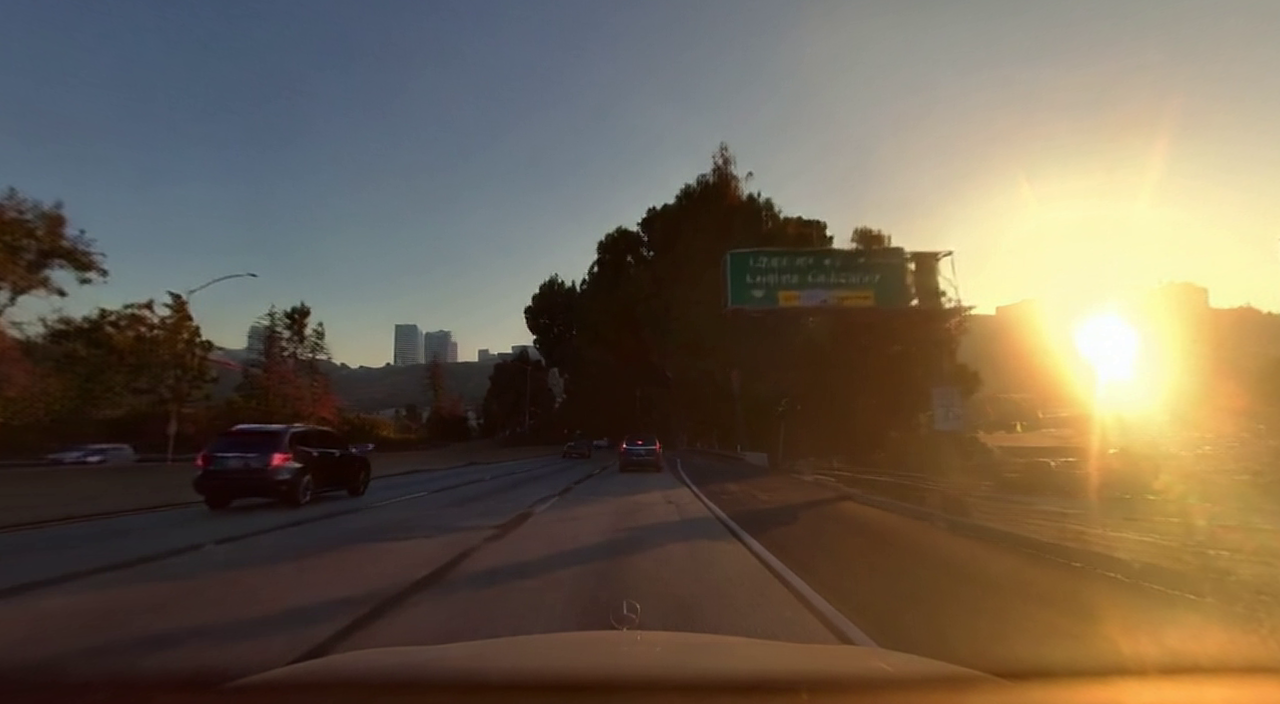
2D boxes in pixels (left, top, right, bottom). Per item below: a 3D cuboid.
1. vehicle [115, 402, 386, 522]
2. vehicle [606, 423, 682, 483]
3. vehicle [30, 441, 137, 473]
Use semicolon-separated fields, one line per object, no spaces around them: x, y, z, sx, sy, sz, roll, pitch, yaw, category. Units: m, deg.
-7.452;2.192;13.017;2.289;1.955;5.147;0;-9;0;vehicle
0.263;3.755;23.607;2.497;1.957;5.432;0;-9;3;vehicle
-35.915;6.780;41.008;2.163;1.933;5.256;0;-9;-1;vehicle
